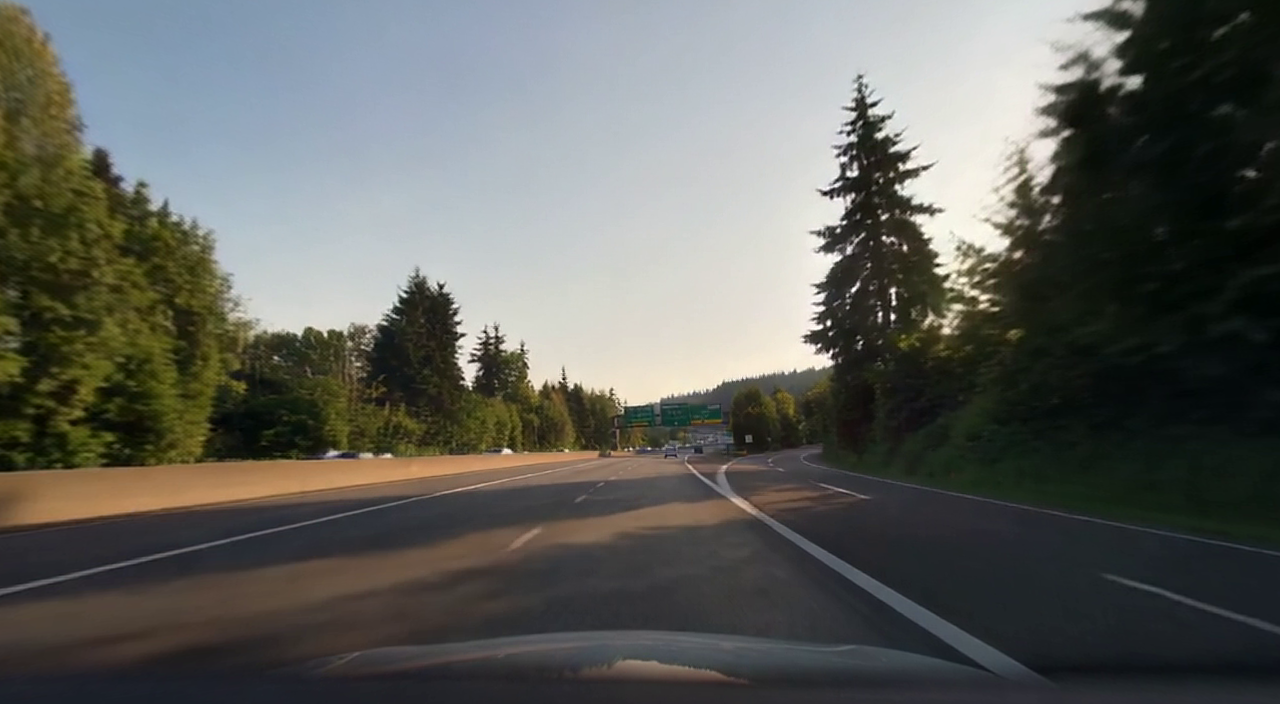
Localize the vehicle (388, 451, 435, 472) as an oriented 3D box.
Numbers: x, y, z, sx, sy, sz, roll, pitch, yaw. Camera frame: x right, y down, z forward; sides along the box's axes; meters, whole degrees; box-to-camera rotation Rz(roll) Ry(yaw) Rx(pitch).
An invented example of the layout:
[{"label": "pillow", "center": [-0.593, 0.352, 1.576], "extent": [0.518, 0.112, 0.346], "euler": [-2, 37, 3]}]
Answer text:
[{"label": "vehicle", "center": [-17.230, 8.247, 47.683], "extent": [1.993, 1.503, 3.964], "euler": [0, -9, 2]}]

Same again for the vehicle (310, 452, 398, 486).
[{"label": "vehicle", "center": [-13.687, 5.579, 30.476], "extent": [1.875, 1.487, 4.806], "euler": [0, -9, 2]}]
